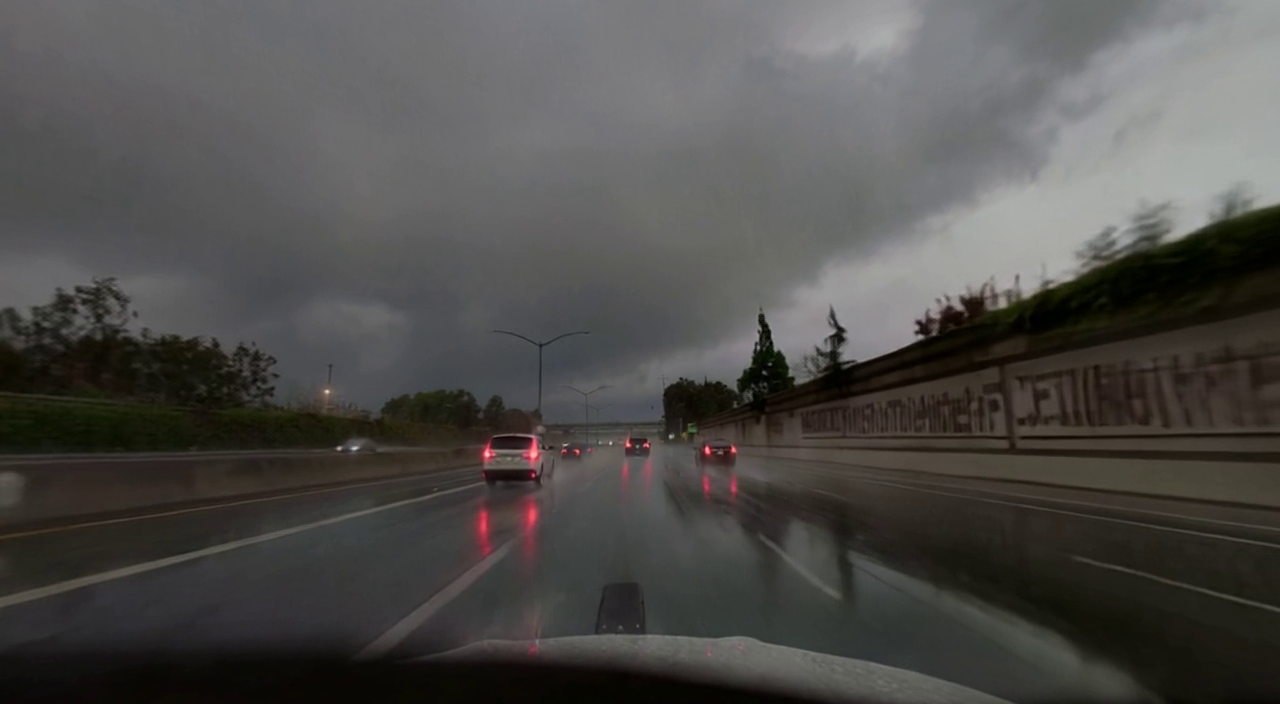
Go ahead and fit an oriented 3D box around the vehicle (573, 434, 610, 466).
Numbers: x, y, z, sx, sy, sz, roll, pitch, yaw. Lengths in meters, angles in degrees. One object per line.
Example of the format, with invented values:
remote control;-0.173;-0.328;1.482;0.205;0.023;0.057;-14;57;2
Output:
vehicle;-3.472;7.161;46.142;2.378;2.214;4.352;0;-9;0

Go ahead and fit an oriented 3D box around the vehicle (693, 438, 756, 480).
vehicle;3.769;4.877;29.027;2.224;1.752;4.487;0;-9;-1

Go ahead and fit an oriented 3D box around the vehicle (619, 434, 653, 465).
vehicle;-0.265;7.516;48.708;2.485;2.215;5.199;0;-9;0

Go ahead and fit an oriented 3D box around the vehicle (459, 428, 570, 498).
vehicle;-3.580;3.311;19.216;2.184;1.819;5.441;0;-9;1
